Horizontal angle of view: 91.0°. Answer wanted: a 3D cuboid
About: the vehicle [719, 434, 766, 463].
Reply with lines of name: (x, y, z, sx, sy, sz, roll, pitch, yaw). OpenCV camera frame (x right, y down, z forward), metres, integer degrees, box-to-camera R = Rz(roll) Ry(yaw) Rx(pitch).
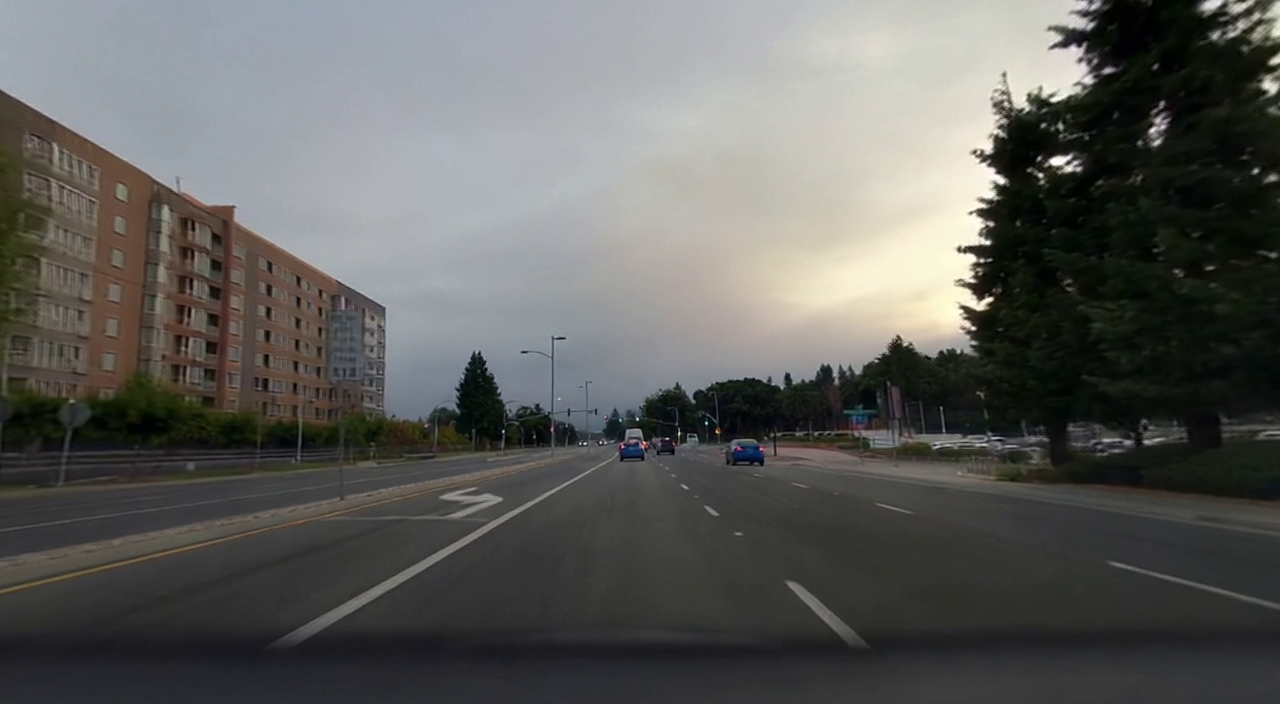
vehicle: (6.633, 6.366, 41.441, 2.136, 1.799, 4.796, 0, -9, -2)

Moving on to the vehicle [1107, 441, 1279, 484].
vehicle: (19.907, 3.952, 22.626, 4.653, 1.438, 1.939, 0, -9, -2)
